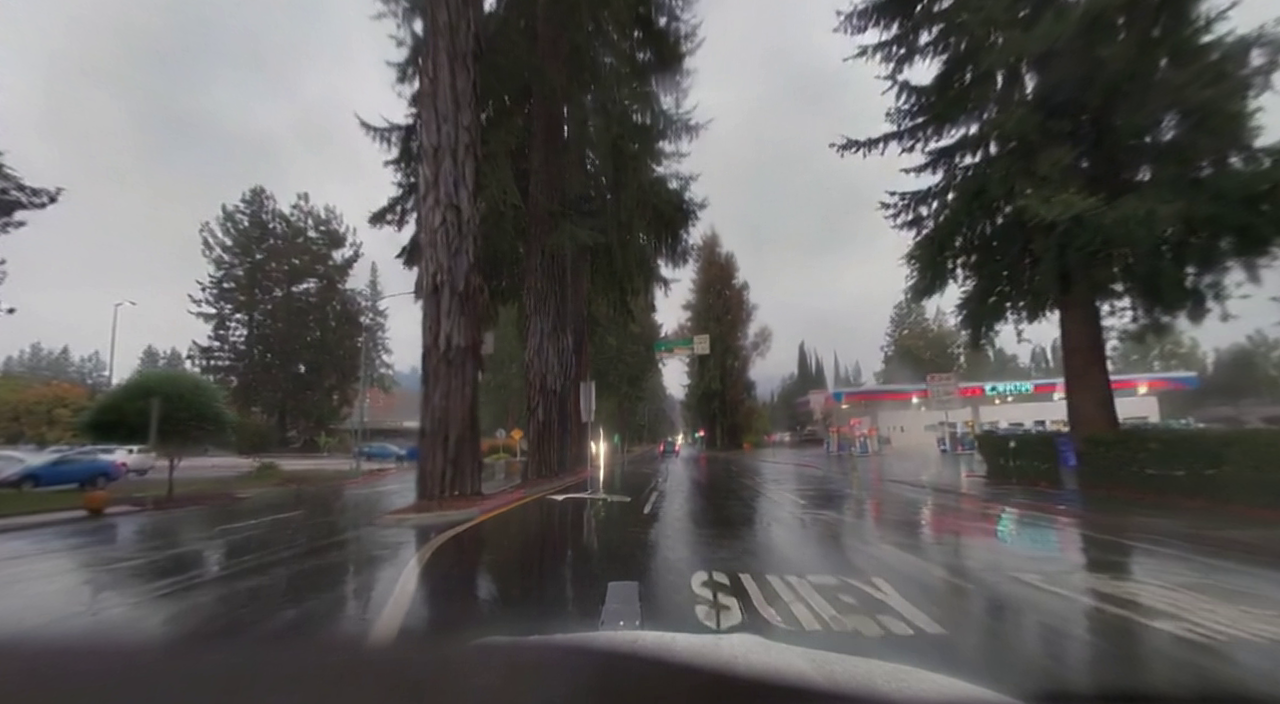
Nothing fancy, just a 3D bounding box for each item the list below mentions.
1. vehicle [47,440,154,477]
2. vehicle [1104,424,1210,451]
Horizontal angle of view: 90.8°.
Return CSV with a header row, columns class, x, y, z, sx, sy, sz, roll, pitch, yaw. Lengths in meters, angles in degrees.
class,x,y,z,sx,sy,sz,roll,pitch,yaw
vehicle,-32.061,6.308,37.588,4.847,1.872,2.114,-4,-7,9
vehicle,30.129,5.028,36.923,1.885,1.446,4.469,8,-12,-42
